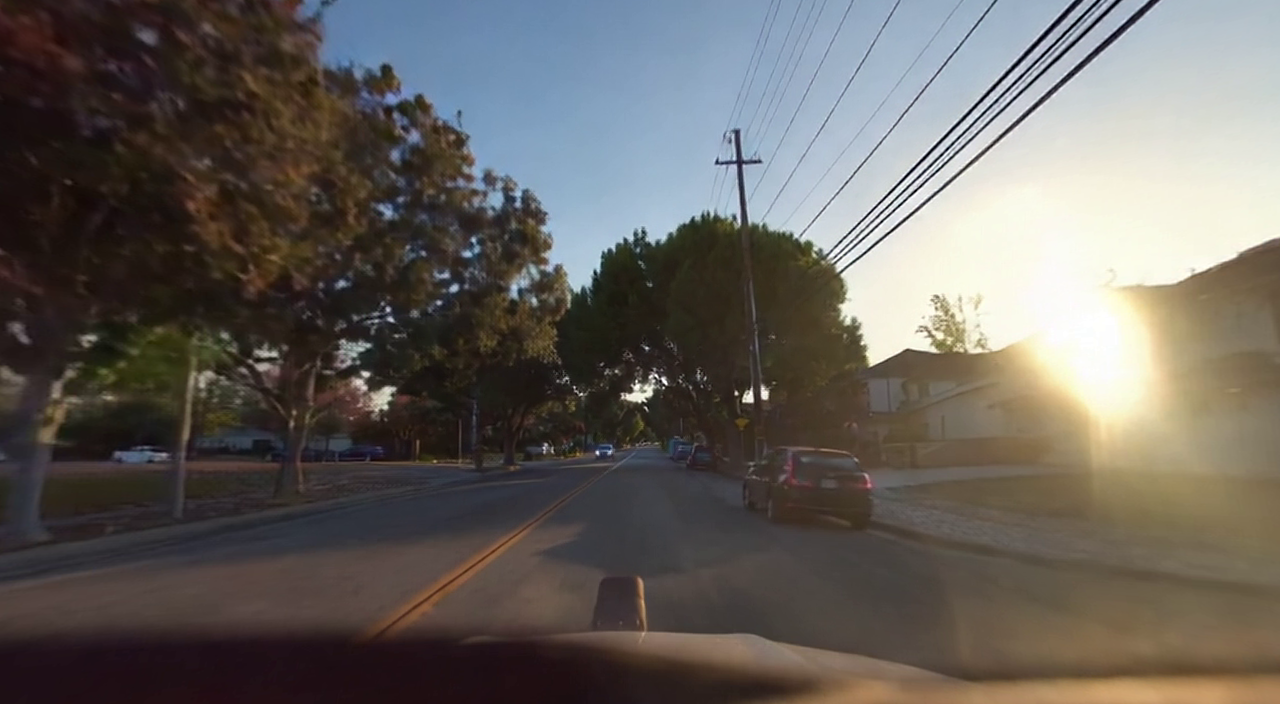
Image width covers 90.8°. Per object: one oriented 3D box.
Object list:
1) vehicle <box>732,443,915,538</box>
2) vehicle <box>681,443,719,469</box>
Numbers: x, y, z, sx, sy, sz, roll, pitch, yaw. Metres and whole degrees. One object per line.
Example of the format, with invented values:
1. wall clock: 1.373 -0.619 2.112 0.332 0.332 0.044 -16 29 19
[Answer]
1. vehicle: 3.141 2.454 11.975 1.990 1.435 4.526 0 -8 -2
2. vehicle: 3.641 6.381 39.048 1.915 1.491 4.642 0 -8 0
